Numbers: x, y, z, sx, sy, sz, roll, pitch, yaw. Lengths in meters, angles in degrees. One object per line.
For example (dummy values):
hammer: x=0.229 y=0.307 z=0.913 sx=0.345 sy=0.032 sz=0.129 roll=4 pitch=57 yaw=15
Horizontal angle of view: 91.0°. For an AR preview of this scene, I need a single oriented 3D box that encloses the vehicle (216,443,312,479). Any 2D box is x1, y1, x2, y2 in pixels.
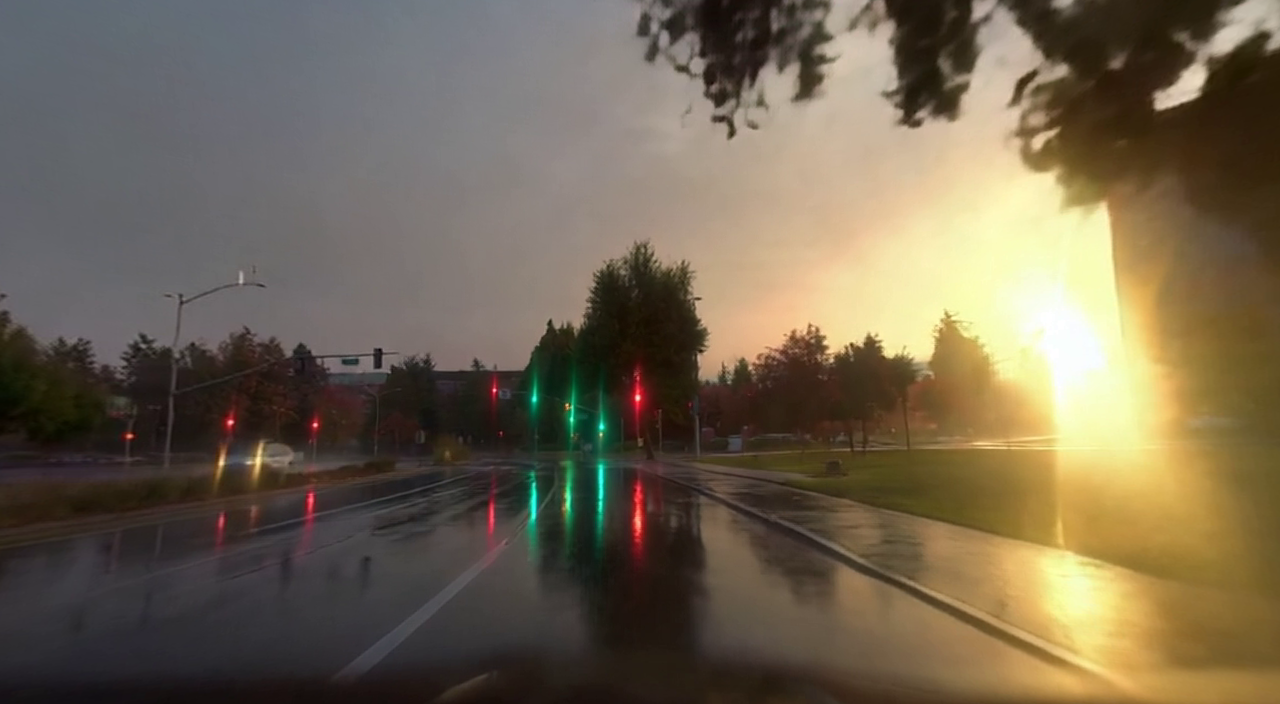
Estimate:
vehicle: x=-18.440 y=5.361 z=31.165 sx=1.870 sy=1.594 sz=4.447 roll=0 pitch=-9 yaw=2
